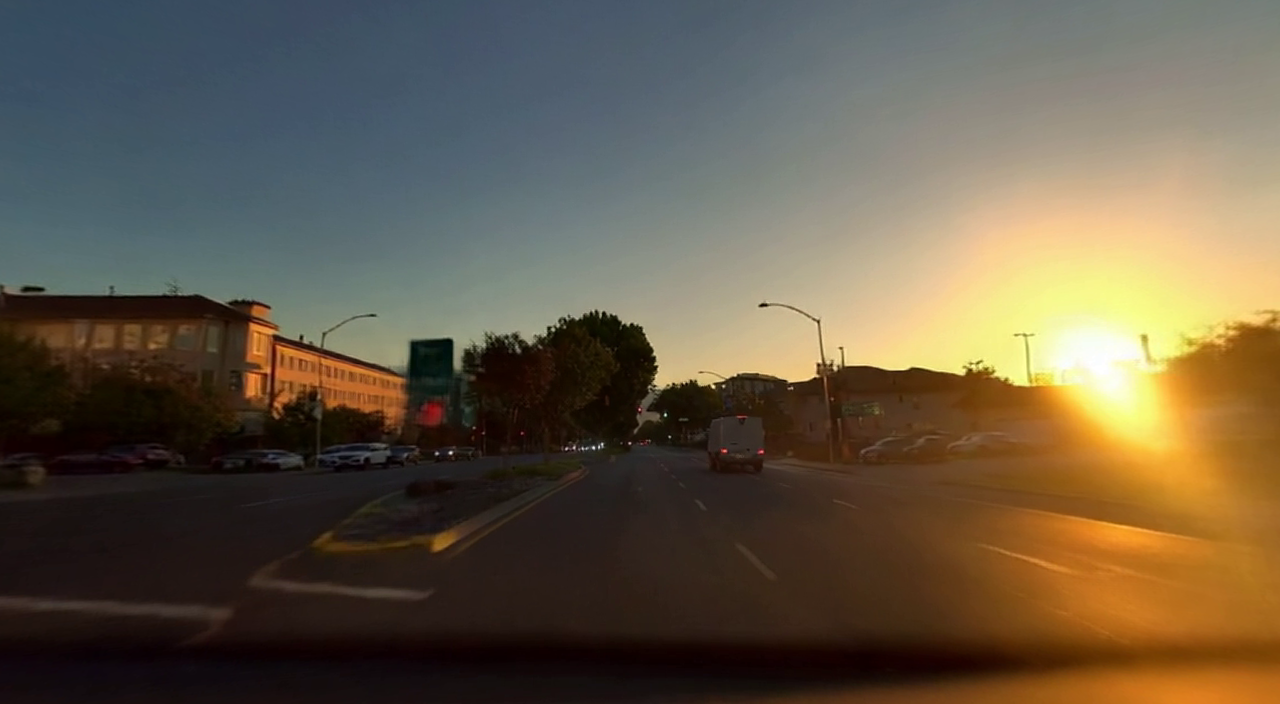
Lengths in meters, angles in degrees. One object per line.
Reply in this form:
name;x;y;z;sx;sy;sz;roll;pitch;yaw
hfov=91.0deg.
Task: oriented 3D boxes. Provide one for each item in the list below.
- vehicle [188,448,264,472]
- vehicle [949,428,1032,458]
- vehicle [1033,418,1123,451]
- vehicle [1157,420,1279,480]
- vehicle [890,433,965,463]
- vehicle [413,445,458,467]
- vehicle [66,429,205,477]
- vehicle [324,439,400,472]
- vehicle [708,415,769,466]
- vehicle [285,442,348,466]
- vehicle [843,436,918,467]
vehicle;-26.412;6.887;40.391;1.847;1.464;4.374;0;-8;1
vehicle;19.037;4.990;34.447;1.882;1.537;4.418;0;-8;-2
vehicle;24.000;4.593;34.727;1.888;1.678;4.074;0;-8;-3
vehicle;17.696;2.747;17.995;1.957;1.501;4.308;-2;-7;-3
vehicle;15.752;5.312;34.756;1.899;1.517;4.378;0;-9;-3
vehicle;-15.031;7.654;46.479;1.917;1.577;3.995;0;-8;1
vehicle;-28.070;5.621;35.175;5.877;2.508;2.394;-1;-9;7
vehicle;-18.567;6.914;42.498;2.390;1.995;5.895;0;-8;0
vehicle;6.576;6.085;43.113;2.802;3.208;7.459;0;-8;-1
vehicle;-24.435;7.706;47.750;2.039;1.653;4.603;-1;-8;5
vehicle;12.805;5.324;33.855;2.079;1.541;4.801;0;-8;0
